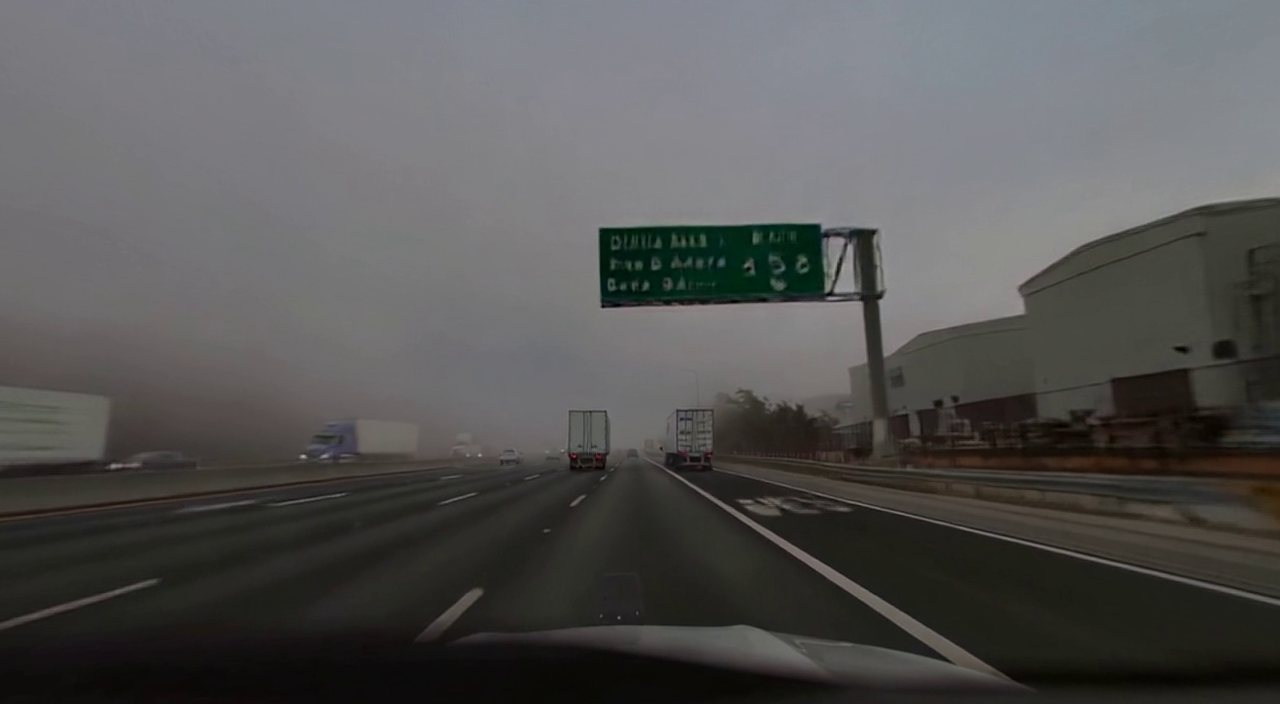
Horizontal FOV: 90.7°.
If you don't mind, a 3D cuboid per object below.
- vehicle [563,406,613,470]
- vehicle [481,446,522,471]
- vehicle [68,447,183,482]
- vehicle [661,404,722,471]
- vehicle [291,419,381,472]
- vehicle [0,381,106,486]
[{"bbox_3d":[-3.650,6.484,47.798,2.848,4.098,13.421,0,-8,-1],"label":"vehicle"},{"bbox_3d":[-9.972,7.693,45.861,2.132,1.679,4.045,0,-9,-1],"label":"vehicle"},{"bbox_3d":[-26.761,5.840,33.155,1.780,1.632,4.772,0,-9,4],"label":"vehicle"},{"bbox_3d":[3.433,6.330,46.622,2.908,3.898,17.275,1,-8,0],"label":"vehicle"},{"bbox_3d":[-23.464,7.298,49.397,3.052,3.783,7.778,0,-9,0],"label":"vehicle"},{"bbox_3d":[-23.129,2.888,22.228,2.698,3.522,6.672,0,-9,0],"label":"vehicle"}]
